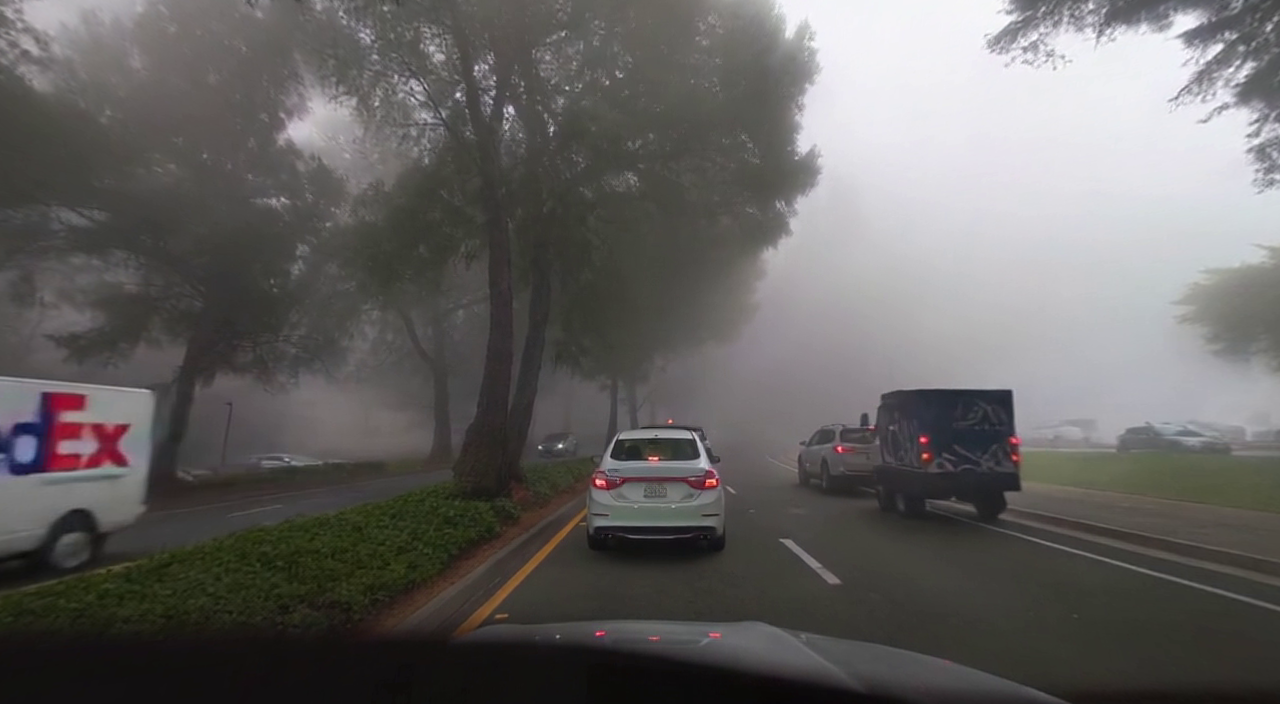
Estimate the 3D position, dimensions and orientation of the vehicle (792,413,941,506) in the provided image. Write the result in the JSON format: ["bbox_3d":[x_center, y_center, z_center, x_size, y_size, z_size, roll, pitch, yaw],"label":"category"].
[{"bbox_3d":[5.238,2.549,15.373,2.059,1.864,4.700,1,-8,2],"label":"vehicle"}]

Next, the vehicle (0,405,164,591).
[{"bbox_3d":[-7.477,1.443,6.117,2.051,1.843,4.469,-1,-8,3],"label":"vehicle"}]

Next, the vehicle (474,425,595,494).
[{"bbox_3d":[-2.959,3.178,19.005,2.057,1.786,4.725,-2,-8,11],"label":"vehicle"}]

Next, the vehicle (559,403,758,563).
[{"bbox_3d":[0.212,1.728,9.007,2.154,1.710,4.128,-1,-8,0],"label":"vehicle"}]
